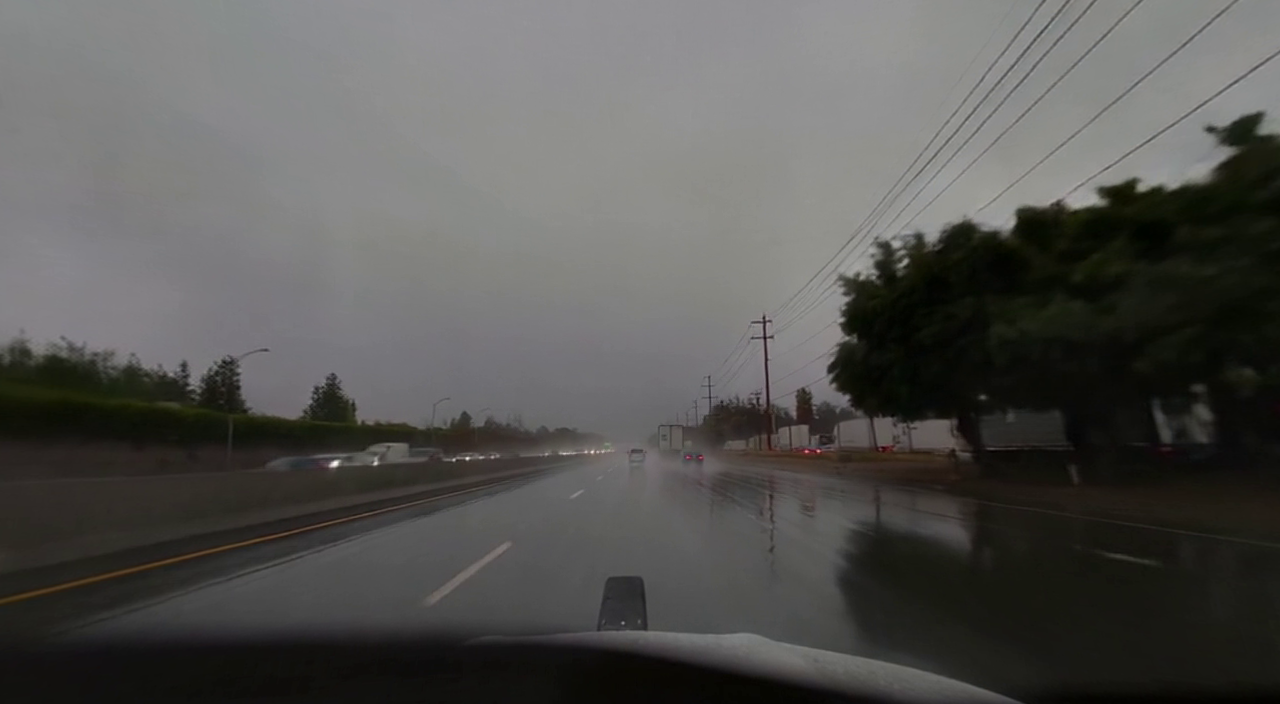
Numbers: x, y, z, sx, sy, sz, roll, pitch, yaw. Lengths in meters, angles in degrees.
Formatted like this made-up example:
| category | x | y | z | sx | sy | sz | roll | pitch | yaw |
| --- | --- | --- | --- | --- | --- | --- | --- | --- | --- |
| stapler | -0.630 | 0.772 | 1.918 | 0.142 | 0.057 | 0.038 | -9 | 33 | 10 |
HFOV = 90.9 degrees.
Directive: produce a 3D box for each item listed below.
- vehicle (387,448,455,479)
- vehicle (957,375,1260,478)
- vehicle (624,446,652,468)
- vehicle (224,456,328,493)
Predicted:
| category | x | y | z | sx | sy | sz | roll | pitch | yaw |
| --- | --- | --- | --- | --- | --- | --- | --- | --- | --- |
| vehicle | -11.728 | 6.003 | 34.143 | 1.950 | 1.505 | 4.757 | 0 | -9 | 0 |
| vehicle | 23.697 | 4.399 | 34.725 | 2.915 | 4.218 | 17.329 | 0 | -9 | -2 |
| vehicle | -0.167 | 8.152 | 48.869 | 2.111 | 1.599 | 3.859 | 0 | -9 | 0 |
| vehicle | -15.925 | 5.336 | 27.860 | 1.876 | 1.435 | 4.433 | 0 | -9 | 1 |
